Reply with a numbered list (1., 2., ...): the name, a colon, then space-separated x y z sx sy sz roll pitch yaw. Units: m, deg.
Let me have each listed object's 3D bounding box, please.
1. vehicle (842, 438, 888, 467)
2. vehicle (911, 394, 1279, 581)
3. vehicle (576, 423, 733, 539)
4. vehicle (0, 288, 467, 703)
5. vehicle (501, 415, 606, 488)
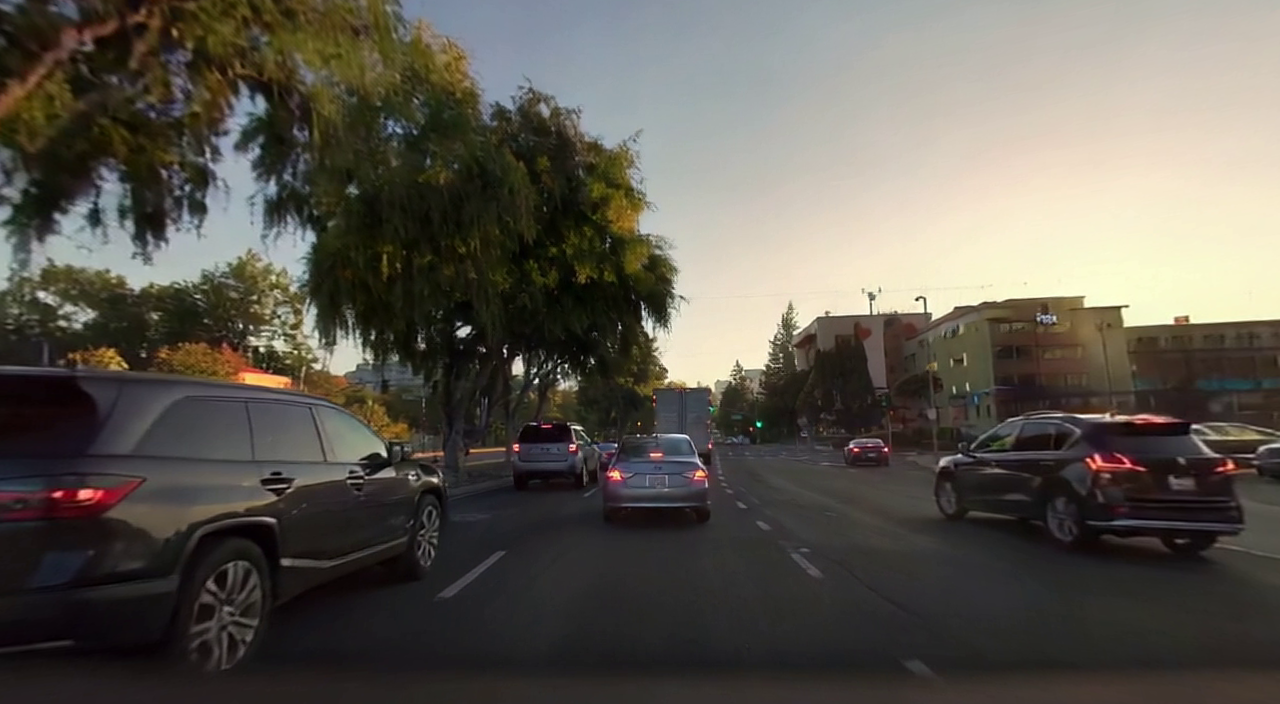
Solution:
1. vehicle: 12.495 5.570 35.226 1.900 1.507 4.151 -2 -9 13
2. vehicle: 5.830 1.673 8.642 2.141 1.794 4.933 0 -8 2
3. vehicle: 0.154 1.995 10.380 2.061 1.494 4.079 0 -8 -1
4. vehicle: -3.050 1.014 4.644 2.124 1.829 4.799 0 -8 1
5. vehicle: -2.453 3.035 19.518 2.289 1.935 5.227 -1 -8 2
